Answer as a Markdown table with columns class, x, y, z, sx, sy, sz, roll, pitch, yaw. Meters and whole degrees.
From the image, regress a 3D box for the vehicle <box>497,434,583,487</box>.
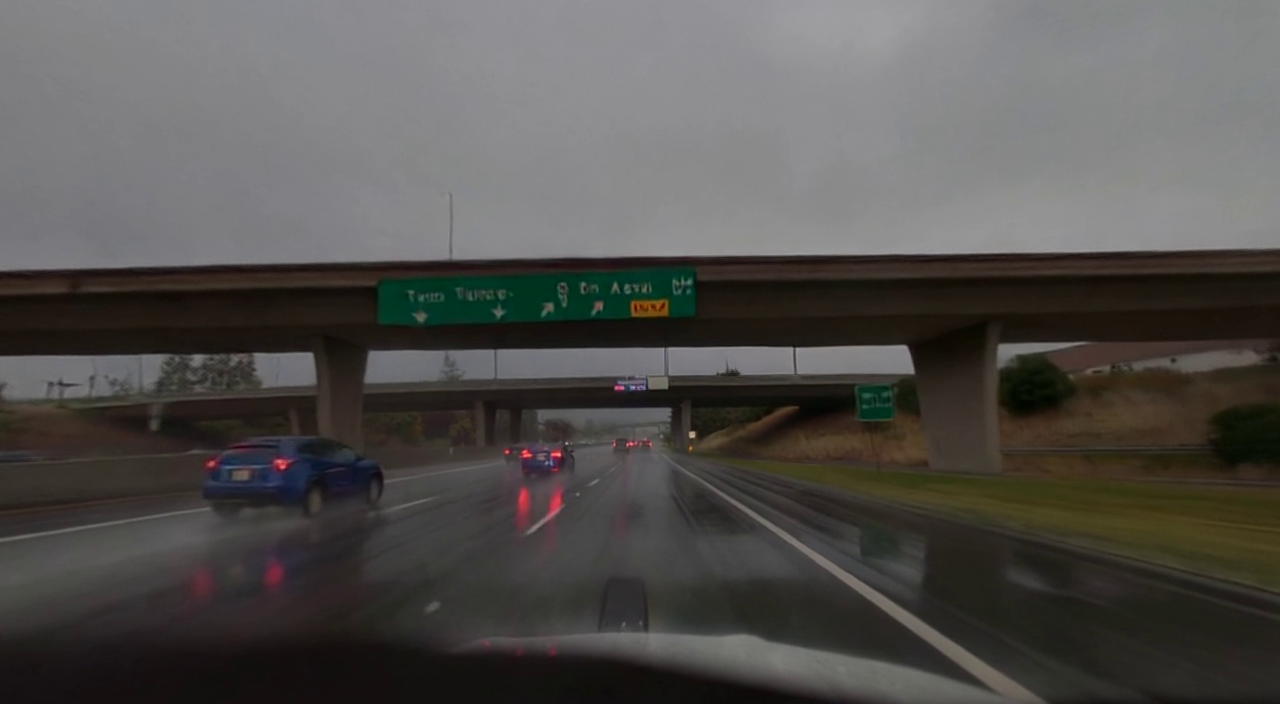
| class | x | y | z | sx | sy | sz | roll | pitch | yaw |
| --- | --- | --- | --- | --- | --- | --- | --- | --- | --- |
| vehicle | -3.371 | 3.770 | 22.259 | 2.210 | 1.628 | 4.586 | 0 | -8 | 1 |

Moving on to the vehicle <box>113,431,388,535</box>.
| class | x | y | z | sx | sy | sz | roll | pitch | yaw |
| --- | --- | --- | --- | --- | --- | --- | --- | --- | --- |
| vehicle | -6.848 | 2.330 | 11.952 | 2.069 | 1.551 | 4.830 | 0 | -8 | 1 |

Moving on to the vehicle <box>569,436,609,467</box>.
| class | x | y | z | sx | sy | sz | roll | pitch | yaw |
| --- | --- | --- | --- | --- | --- | --- | --- | --- | --- |
| vehicle | -3.159 | 6.282 | 40.058 | 2.080 | 1.811 | 4.644 | 0 | -8 | 1 |
